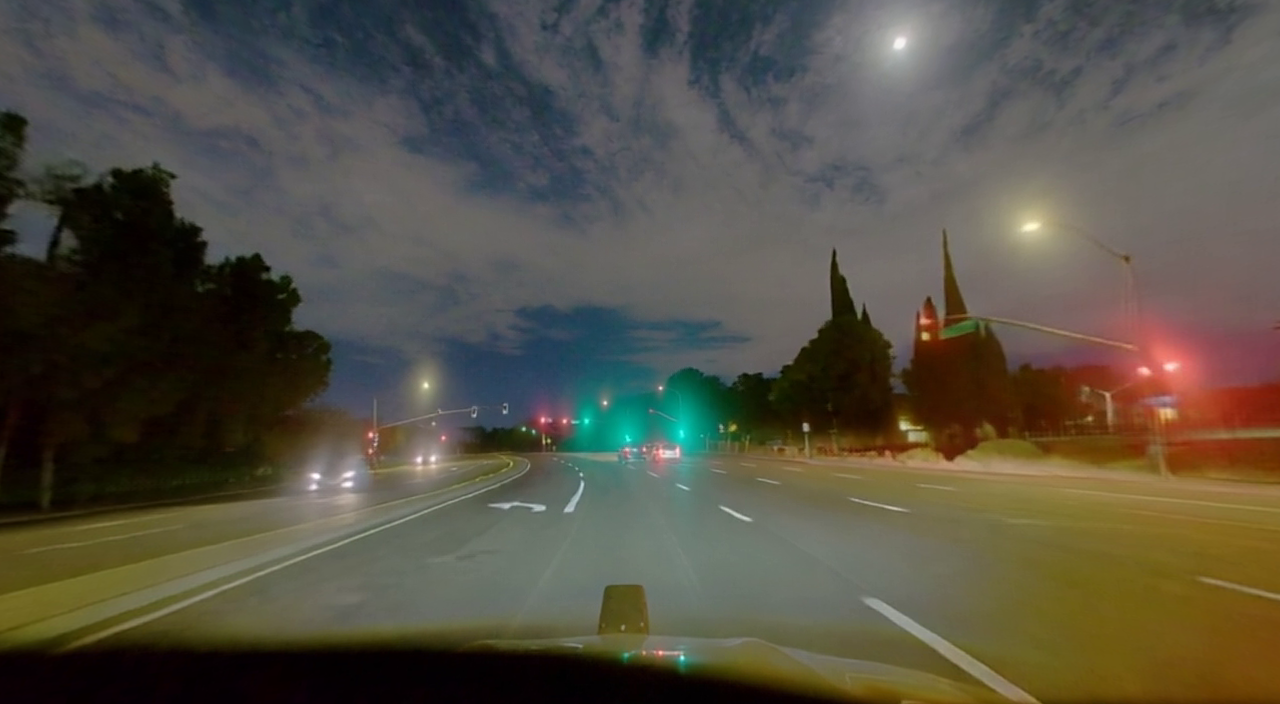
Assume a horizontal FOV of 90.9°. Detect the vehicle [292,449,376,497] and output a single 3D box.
[{"bbox_3d":[-14.258,5.603,29.657,2.124,1.844,4.520,-4,-8,-6],"label":"vehicle"}]
